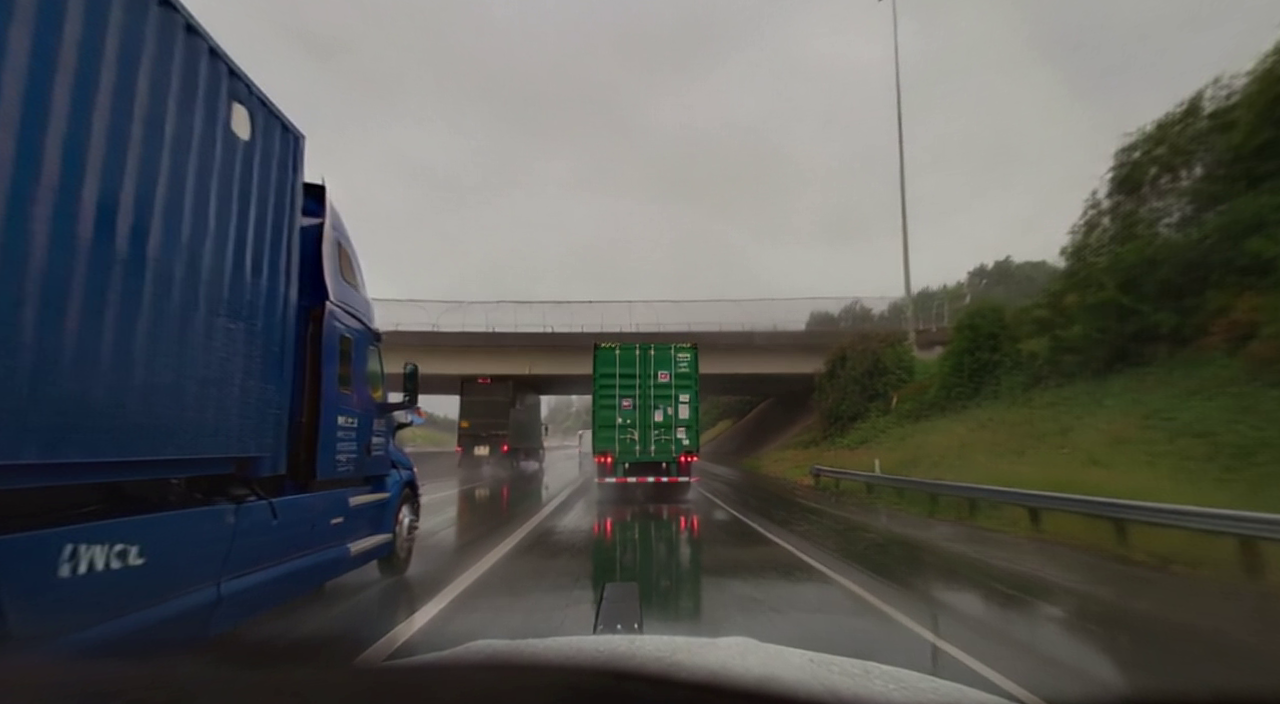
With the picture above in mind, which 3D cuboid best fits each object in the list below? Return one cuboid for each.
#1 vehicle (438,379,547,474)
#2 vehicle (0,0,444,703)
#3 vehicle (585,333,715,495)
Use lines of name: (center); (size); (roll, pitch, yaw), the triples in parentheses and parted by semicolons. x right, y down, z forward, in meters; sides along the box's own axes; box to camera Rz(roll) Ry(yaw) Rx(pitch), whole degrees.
vehicle: (-7.336, 4.147, 33.694); (3.023, 4.139, 11.860); (0, -9, -1)
vehicle: (-3.484, -0.200, 2.454); (3.187, 3.949, 6.963); (0, -9, 0)
vehicle: (0.122, 2.133, 20.280); (3.357, 4.212, 7.519); (0, -9, -2)
